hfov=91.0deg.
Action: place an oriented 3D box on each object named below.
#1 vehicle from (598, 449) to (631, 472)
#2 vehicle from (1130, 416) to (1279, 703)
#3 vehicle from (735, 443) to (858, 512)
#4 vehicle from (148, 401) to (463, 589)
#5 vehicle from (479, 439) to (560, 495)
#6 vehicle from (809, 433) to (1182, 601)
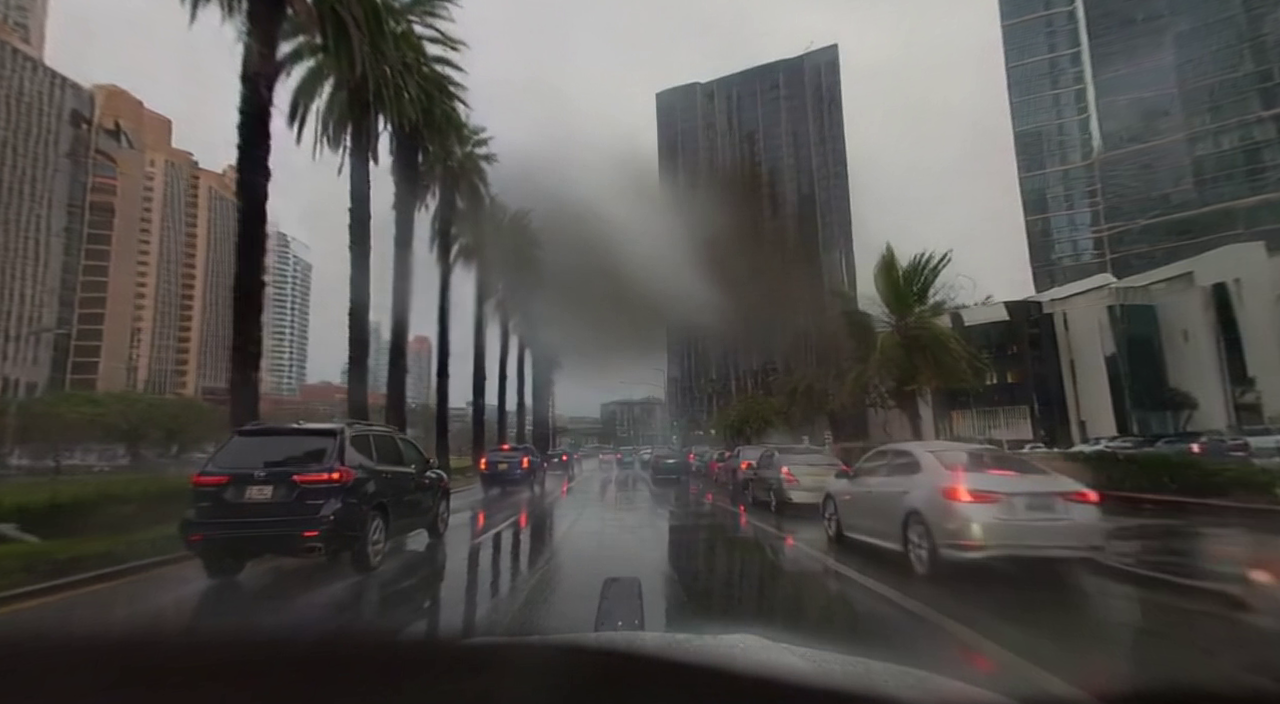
[{"bbox_3d":[-1.751,7.184,41.876,2.036,1.461,3.890,1,-9,-5],"label":"vehicle"},{"bbox_3d":[3.964,0.770,1.155,2.138,1.447,4.793,1,-9,-3],"label":"vehicle"},{"bbox_3d":[3.842,3.149,16.357,1.873,1.511,4.523,0,-9,-2],"label":"vehicle"},{"bbox_3d":[-3.827,1.702,8.245,1.800,1.797,4.224,0,-9,-1],"label":"vehicle"},{"bbox_3d":[-4.090,3.967,22.096,2.014,1.740,4.392,0,-9,-1],"label":"vehicle"},{"bbox_3d":[3.842,1.843,8.072,1.925,1.486,4.744,0,-9,-1],"label":"vehicle"}]
